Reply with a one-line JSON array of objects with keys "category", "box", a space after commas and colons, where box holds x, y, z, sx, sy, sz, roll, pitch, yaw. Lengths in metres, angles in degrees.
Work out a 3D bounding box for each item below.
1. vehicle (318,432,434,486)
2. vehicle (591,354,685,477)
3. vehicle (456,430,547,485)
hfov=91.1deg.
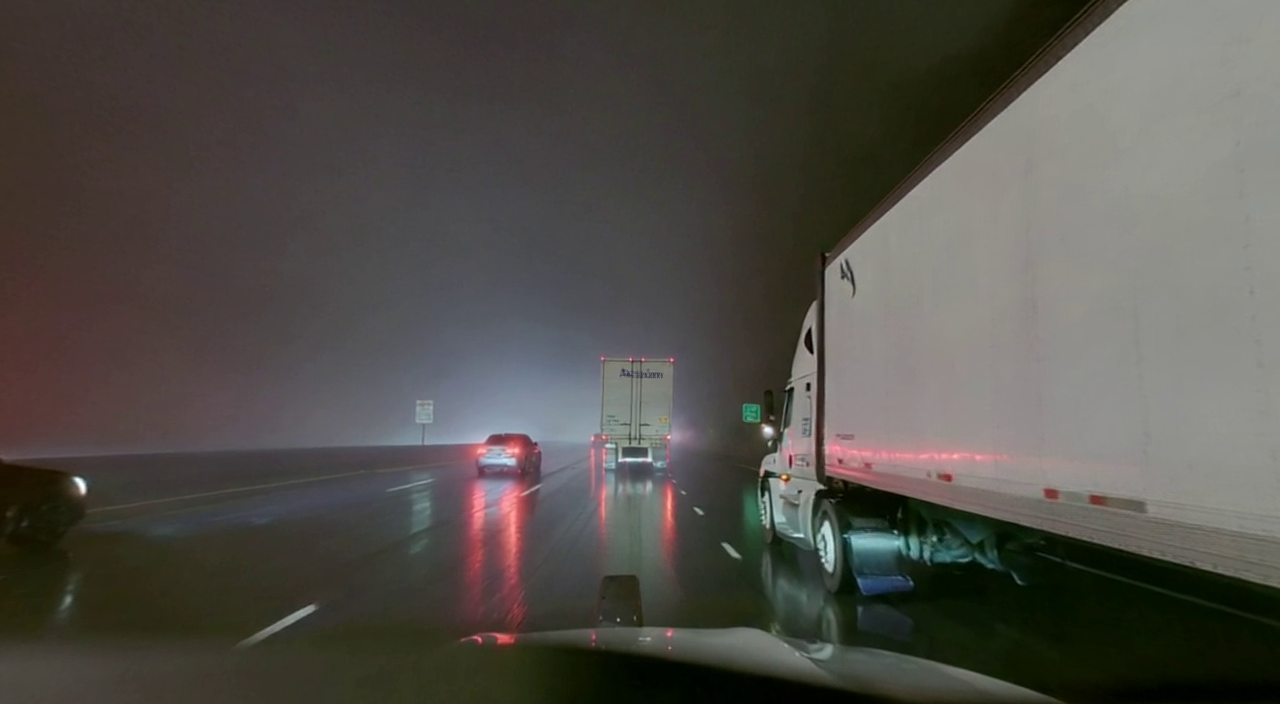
[{"category": "vehicle", "box": [-8.121, 3.283, 19.792, 1.943, 1.500, 4.011, 0, -8, -1]}, {"category": "vehicle", "box": [-0.228, 2.810, 26.415, 3.118, 4.106, 10.719, 0, -8, -2]}, {"category": "vehicle", "box": [-4.110, 3.176, 19.321, 1.933, 1.492, 3.838, 0, -8, 0]}]
